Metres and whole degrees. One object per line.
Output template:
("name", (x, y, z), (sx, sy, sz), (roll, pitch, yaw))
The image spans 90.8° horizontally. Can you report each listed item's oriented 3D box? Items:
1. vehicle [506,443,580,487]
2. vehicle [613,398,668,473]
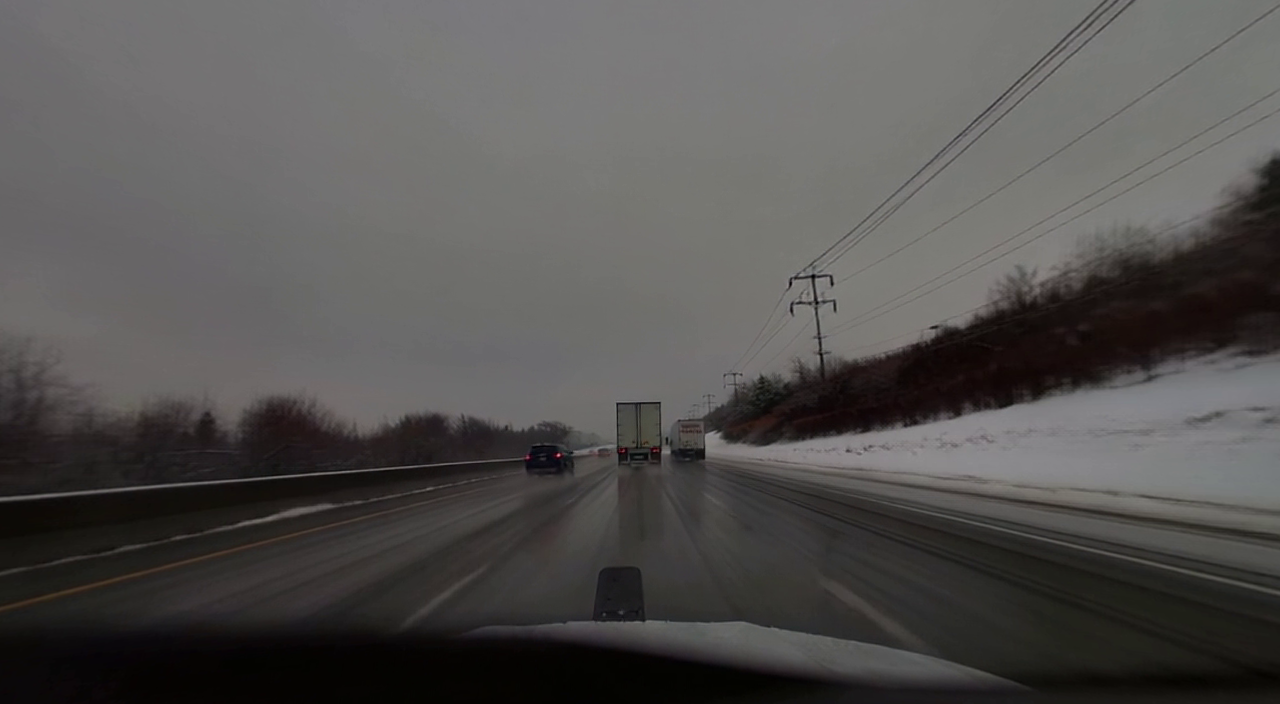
("vehicle", (-3.695, 4.383, 24.886), (2.128, 1.533, 4.694), (0, -9, 1))
("vehicle", (0.081, 5.355, 39.712), (2.985, 4.025, 10.982), (0, -9, 1))
